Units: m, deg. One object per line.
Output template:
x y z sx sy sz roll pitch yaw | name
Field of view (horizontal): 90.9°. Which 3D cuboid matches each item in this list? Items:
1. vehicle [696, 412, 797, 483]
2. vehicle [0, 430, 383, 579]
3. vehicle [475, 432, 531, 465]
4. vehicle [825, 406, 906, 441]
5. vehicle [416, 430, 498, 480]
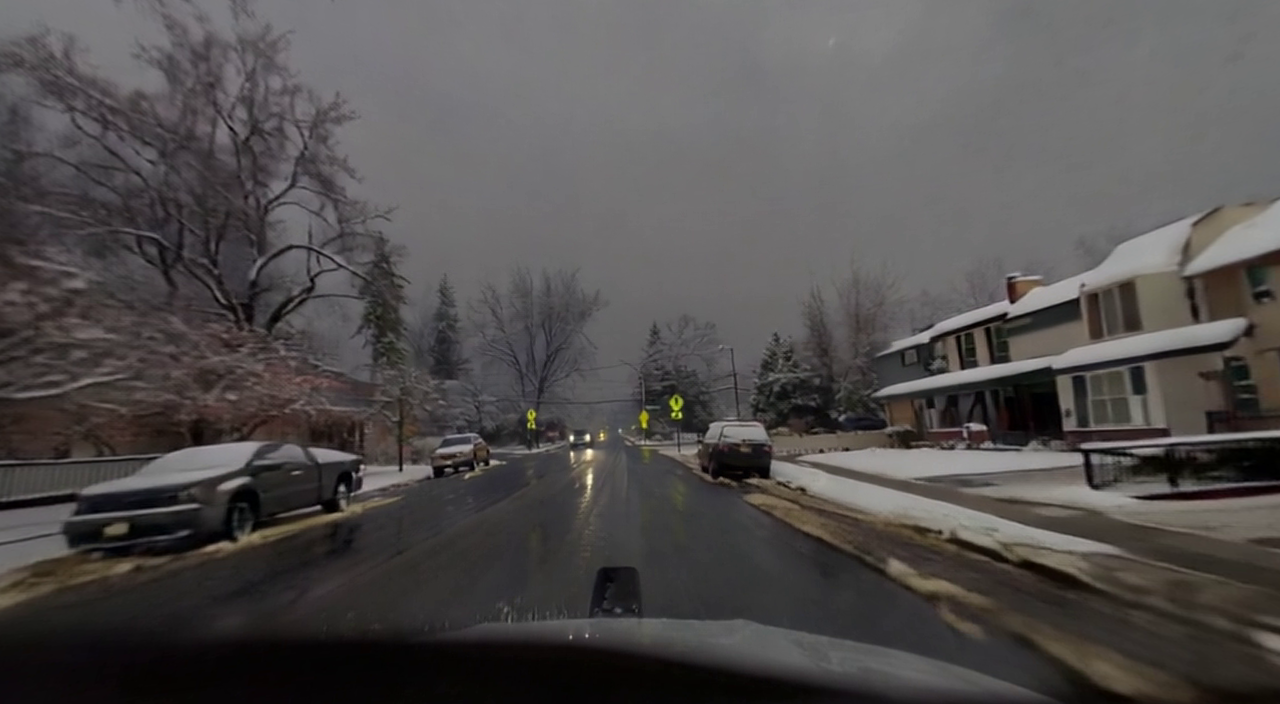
2.787 2.615 17.629 1.997 1.663 4.544 -1 -7 0 | vehicle
-5.807 1.922 9.319 1.972 1.502 5.530 1 -7 -4 | vehicle
-6.603 4.667 30.825 1.919 1.464 4.155 1 -8 -1 | vehicle
12.814 4.108 35.810 4.184 1.817 2.026 -3 -9 21 | vehicle
-6.284 3.530 22.037 1.842 1.540 3.704 -1 -7 -1 | vehicle
